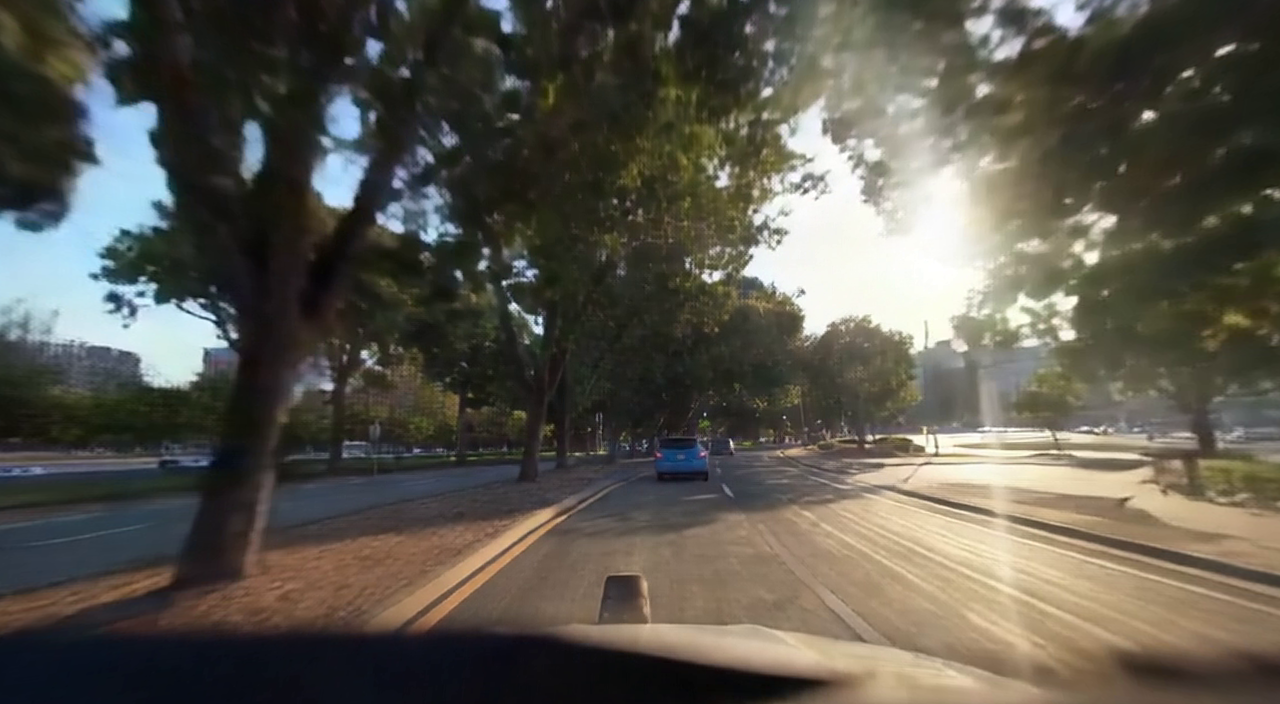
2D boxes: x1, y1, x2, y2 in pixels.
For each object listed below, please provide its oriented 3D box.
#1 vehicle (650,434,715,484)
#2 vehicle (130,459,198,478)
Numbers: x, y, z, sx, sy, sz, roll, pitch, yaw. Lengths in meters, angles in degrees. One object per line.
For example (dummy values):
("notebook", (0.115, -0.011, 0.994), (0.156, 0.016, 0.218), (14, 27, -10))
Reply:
("vehicle", (1.468, 3.603, 21.522), (2.010, 1.535, 3.735), (-1, -8, 5))
("vehicle", (-37.460, 9.143, 49.658), (4.261, 1.430, 1.806), (-2, -9, 11))
